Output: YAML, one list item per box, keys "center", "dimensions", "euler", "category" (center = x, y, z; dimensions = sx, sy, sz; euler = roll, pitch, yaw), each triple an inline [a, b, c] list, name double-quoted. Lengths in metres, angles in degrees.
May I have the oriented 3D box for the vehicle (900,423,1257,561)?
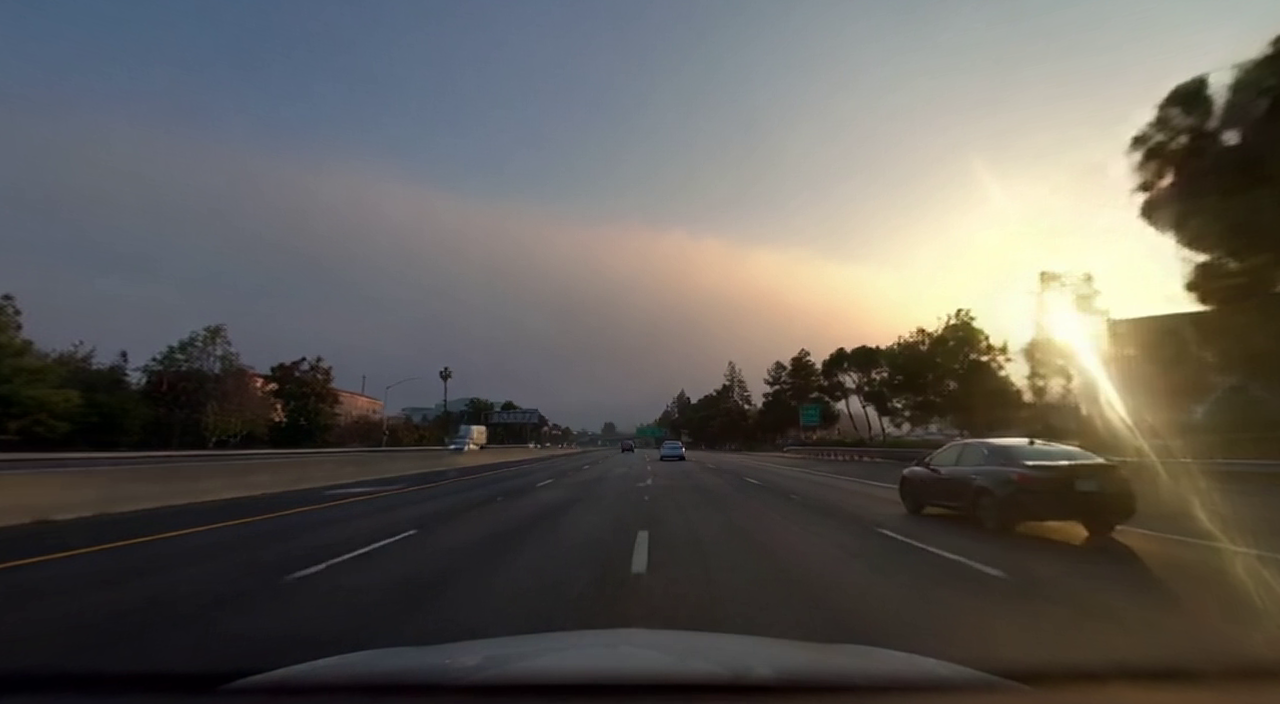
- center: [5.889, 1.931, 9.470]
  dimensions: [2.029, 1.528, 4.644]
  euler: [0, -9, 0]
  category: "vehicle"

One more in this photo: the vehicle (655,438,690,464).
- center: [2.226, 6.862, 44.027]
  dimensions: [2.127, 1.692, 4.382]
  euler: [0, -9, -1]
  category: "vehicle"
